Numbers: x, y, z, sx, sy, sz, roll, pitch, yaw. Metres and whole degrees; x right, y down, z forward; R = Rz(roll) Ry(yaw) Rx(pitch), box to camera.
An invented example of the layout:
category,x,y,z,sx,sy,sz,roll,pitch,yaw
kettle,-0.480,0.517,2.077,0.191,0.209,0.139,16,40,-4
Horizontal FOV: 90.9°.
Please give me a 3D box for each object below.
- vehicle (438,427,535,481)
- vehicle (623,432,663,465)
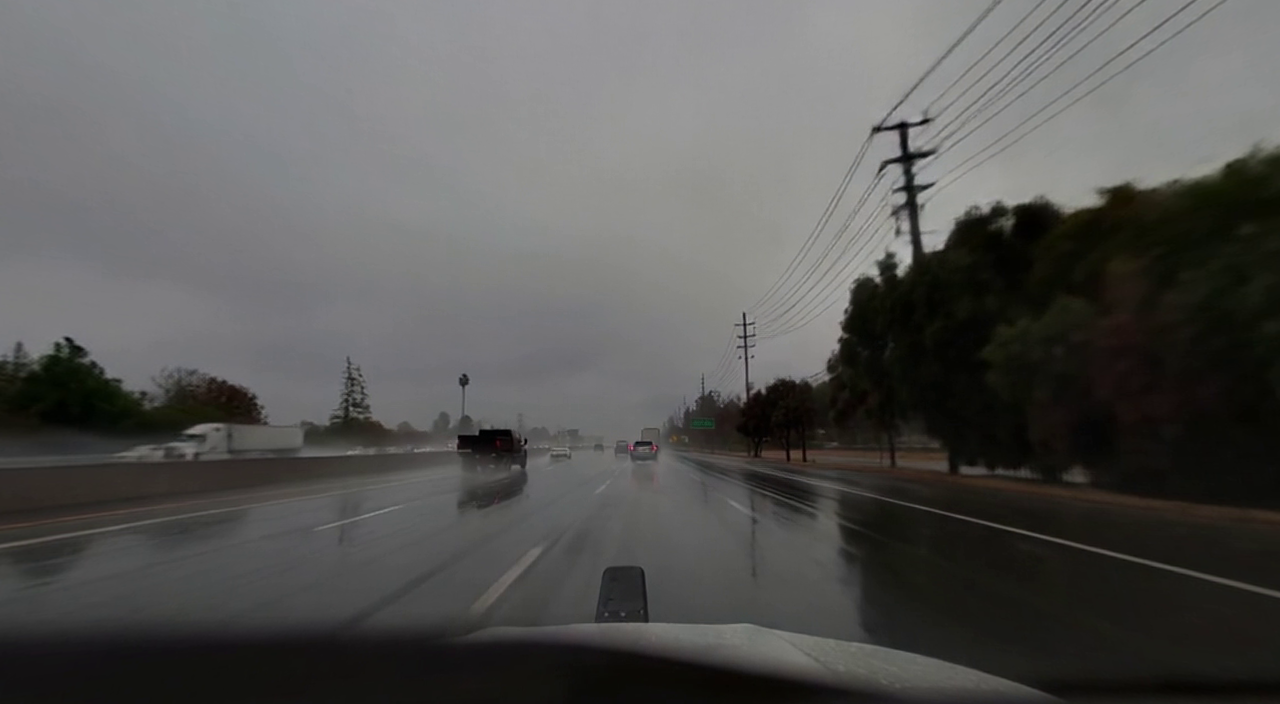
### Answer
category,x,y,z,sx,sy,sz,roll,pitch,yaw
vehicle,-6.312,4.306,27.000,2.460,1.992,6.474,0,-8,0
vehicle,0.254,6.353,41.591,2.448,2.025,5.193,0,-8,1
